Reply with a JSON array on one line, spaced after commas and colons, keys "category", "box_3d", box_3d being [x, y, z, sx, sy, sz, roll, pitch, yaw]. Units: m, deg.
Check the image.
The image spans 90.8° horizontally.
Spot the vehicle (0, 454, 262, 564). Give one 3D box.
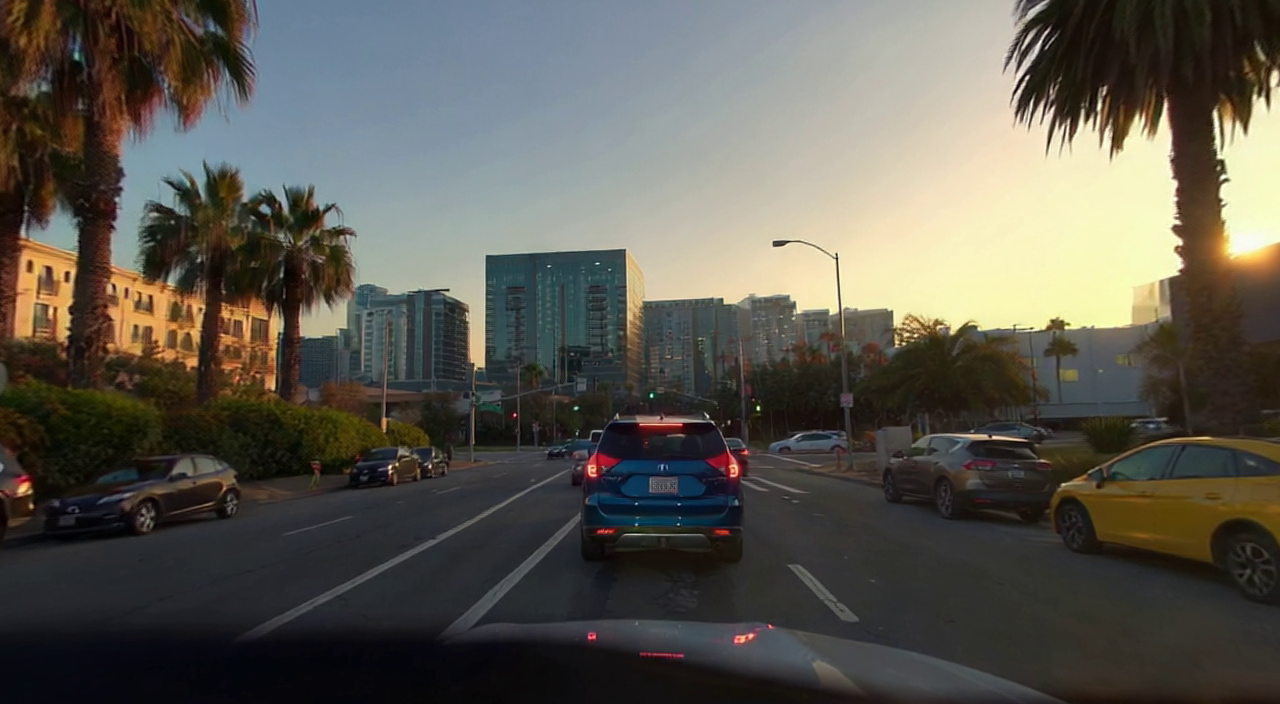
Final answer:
[{"category": "vehicle", "box_3d": [-9.559, 2.785, 11.913, 2.054, 1.467, 4.595, -4, -8, 0]}]

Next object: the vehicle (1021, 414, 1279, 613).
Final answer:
[{"category": "vehicle", "box_3d": [6.435, 1.600, 6.926, 1.935, 1.672, 4.139, 0, -8, 1]}]

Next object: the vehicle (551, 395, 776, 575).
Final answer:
[{"category": "vehicle", "box_3d": [0.253, 1.652, 8.572, 2.264, 1.798, 4.258, 0, -8, 1]}]

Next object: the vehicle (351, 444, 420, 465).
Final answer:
[{"category": "vehicle", "box_3d": [-18.739, 7.508, 46.648, 1.759, 1.457, 4.297, -7, -11, 38]}]

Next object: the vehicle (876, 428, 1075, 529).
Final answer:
[{"category": "vehicle", "box_3d": [6.663, 2.528, 13.238, 1.930, 1.736, 4.329, -1, -8, 3]}]
